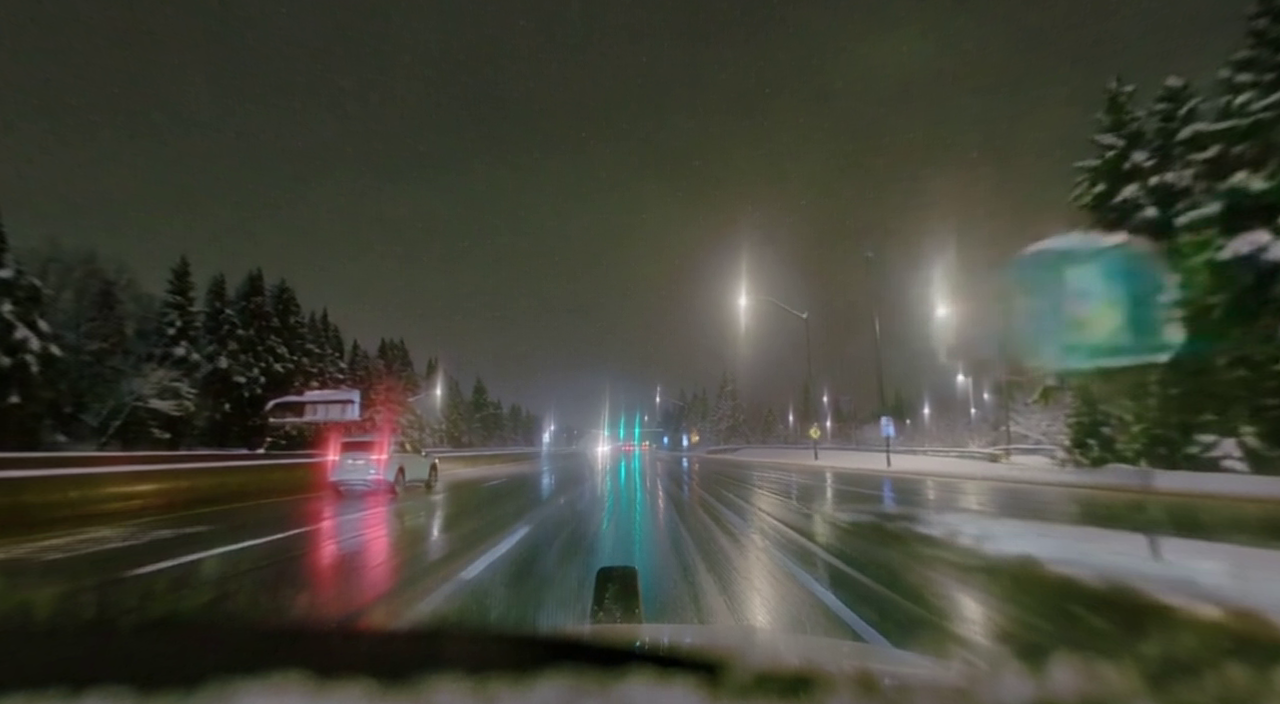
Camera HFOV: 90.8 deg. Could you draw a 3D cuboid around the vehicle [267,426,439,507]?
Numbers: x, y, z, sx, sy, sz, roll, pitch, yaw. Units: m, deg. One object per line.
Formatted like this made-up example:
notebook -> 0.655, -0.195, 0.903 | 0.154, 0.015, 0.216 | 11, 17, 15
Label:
vehicle -> -7.308, 2.960, 16.823 | 2.231, 1.807, 4.758 | 0, -8, 1
